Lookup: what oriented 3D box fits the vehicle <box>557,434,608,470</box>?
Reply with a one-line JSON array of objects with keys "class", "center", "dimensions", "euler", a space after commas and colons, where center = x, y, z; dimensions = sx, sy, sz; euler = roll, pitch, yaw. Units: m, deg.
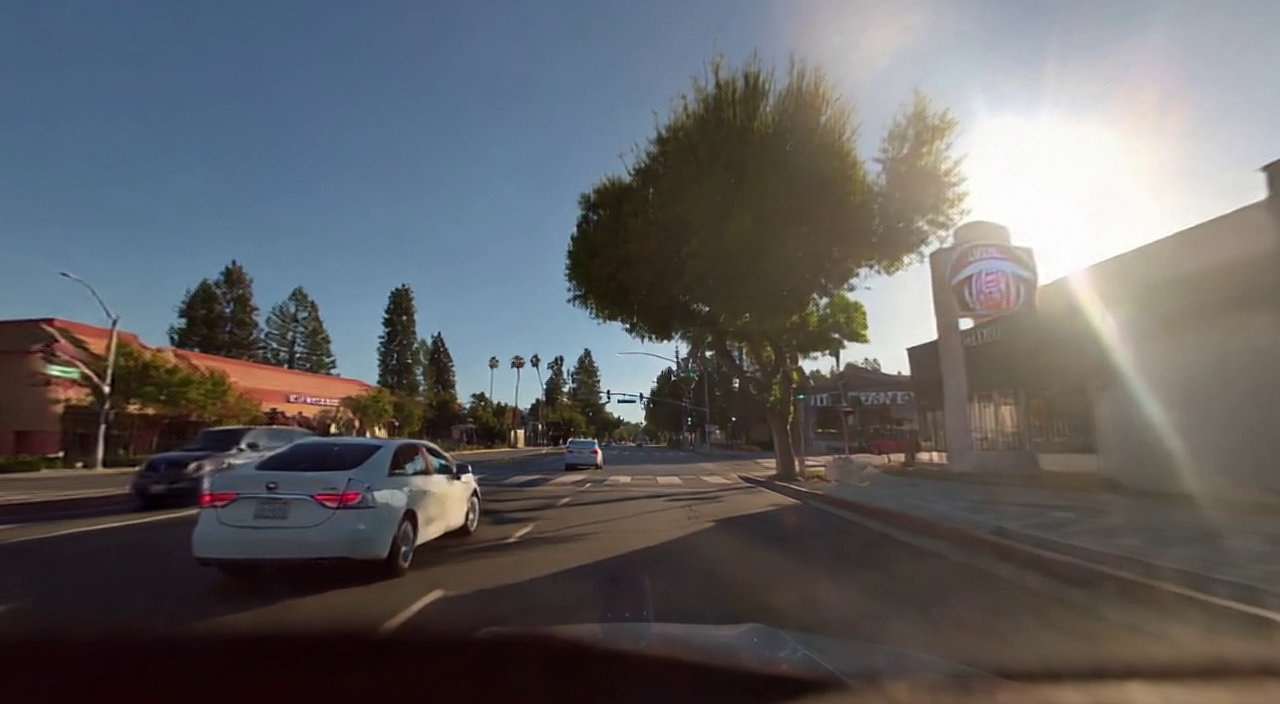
[{"class": "vehicle", "center": [-2.882, 5.127, 32.518], "dimensions": [2.109, 1.692, 4.220], "euler": [0, -8, 1]}]

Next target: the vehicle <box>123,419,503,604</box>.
[{"class": "vehicle", "center": [-3.128, 1.609, 7.349], "dimensions": [2.018, 1.477, 4.401], "euler": [0, -8, 1]}]
